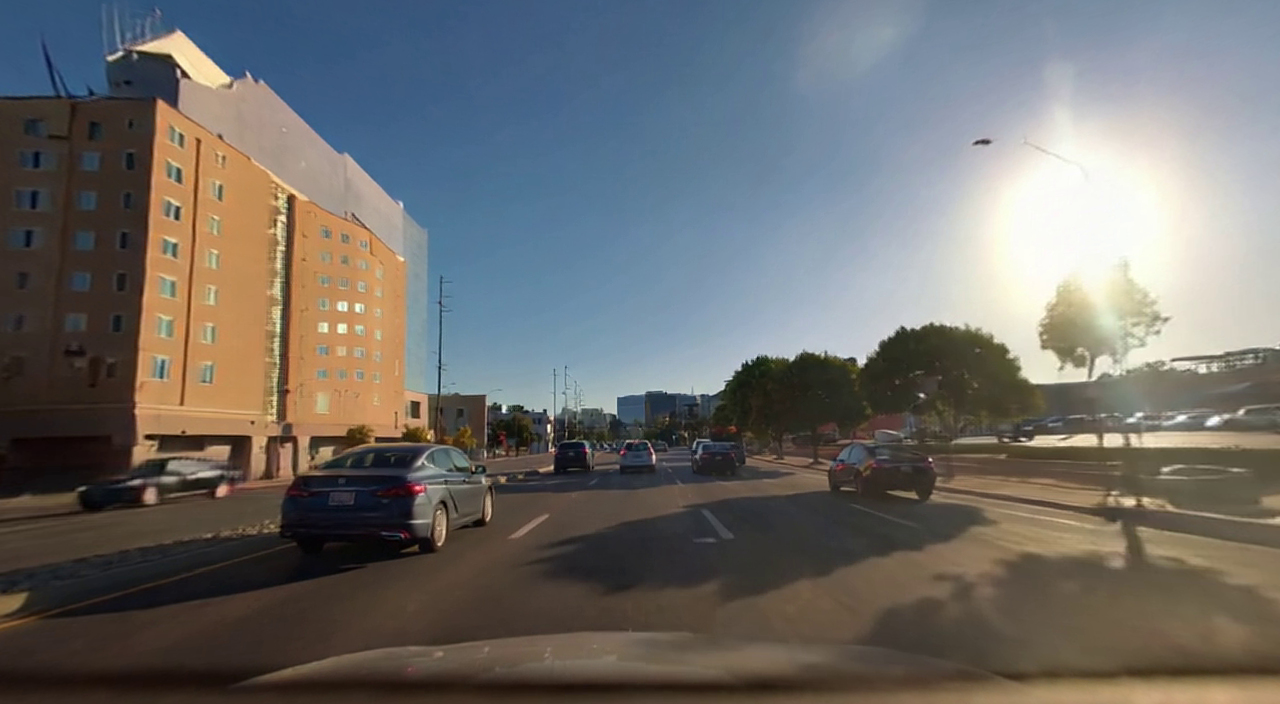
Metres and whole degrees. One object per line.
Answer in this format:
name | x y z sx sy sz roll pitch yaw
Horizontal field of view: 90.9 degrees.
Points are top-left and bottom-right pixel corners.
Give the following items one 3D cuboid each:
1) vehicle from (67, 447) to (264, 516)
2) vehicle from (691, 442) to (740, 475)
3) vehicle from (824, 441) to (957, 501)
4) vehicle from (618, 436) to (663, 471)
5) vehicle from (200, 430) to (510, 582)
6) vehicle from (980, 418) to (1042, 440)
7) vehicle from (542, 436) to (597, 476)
vehicle | -14.555 3.948 19.885 2.204 1.855 5.107 0 -9 0
vehicle | 3.483 5.006 29.850 1.884 1.458 4.245 -1 -9 2
vehicle | 6.915 3.312 18.033 1.865 1.458 4.605 0 -9 -1
vehicle | 0.005 5.586 34.771 2.304 1.795 4.526 0 -9 0
vehicle | -3.310 1.877 8.554 2.095 1.486 4.411 0 -9 1
vehicle | 26.566 5.560 45.092 4.617 1.459 1.819 5 -10 -33
vehicle | -3.393 5.078 31.100 2.117 1.799 4.442 -1 -9 1
